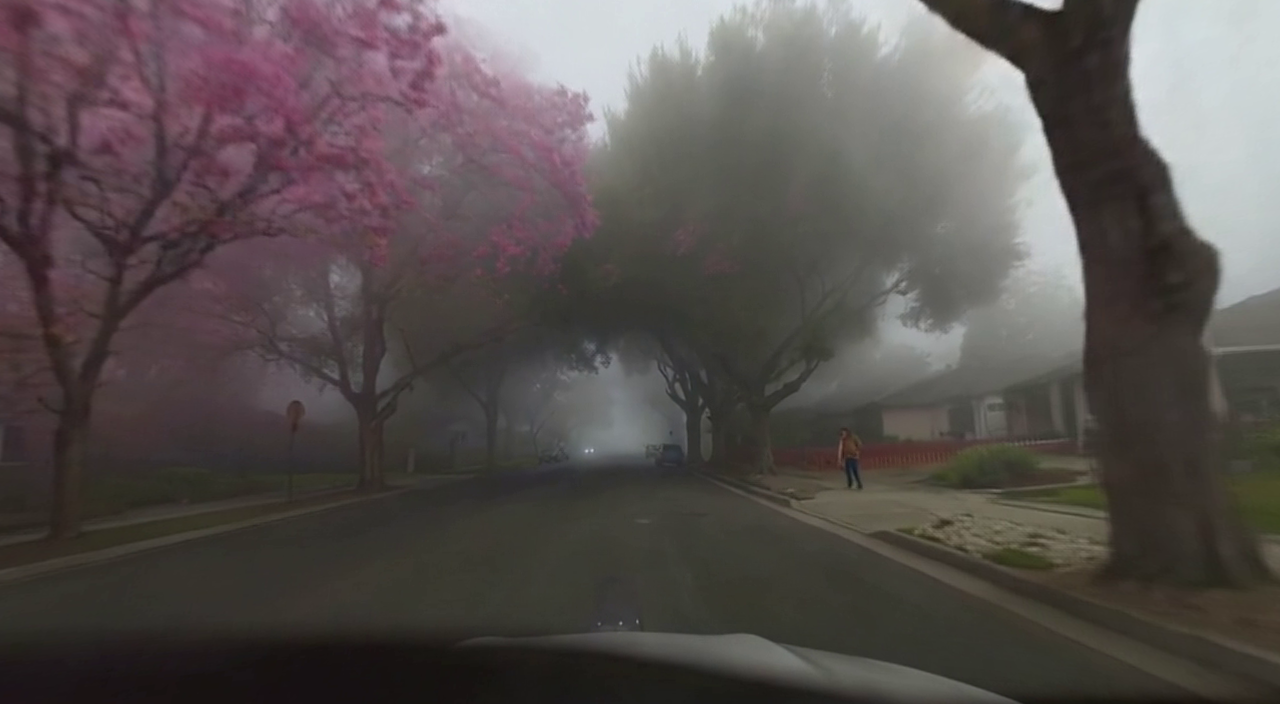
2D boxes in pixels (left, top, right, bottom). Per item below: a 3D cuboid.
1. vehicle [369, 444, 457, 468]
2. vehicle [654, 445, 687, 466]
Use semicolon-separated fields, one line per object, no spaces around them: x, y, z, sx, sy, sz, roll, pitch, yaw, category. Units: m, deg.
-17.315;7.961;48.425;5.902;1.796;2.183;0;-9;-2;vehicle
2.190;7.591;46.432;2.022;1.455;4.406;0;-9;-2;vehicle
